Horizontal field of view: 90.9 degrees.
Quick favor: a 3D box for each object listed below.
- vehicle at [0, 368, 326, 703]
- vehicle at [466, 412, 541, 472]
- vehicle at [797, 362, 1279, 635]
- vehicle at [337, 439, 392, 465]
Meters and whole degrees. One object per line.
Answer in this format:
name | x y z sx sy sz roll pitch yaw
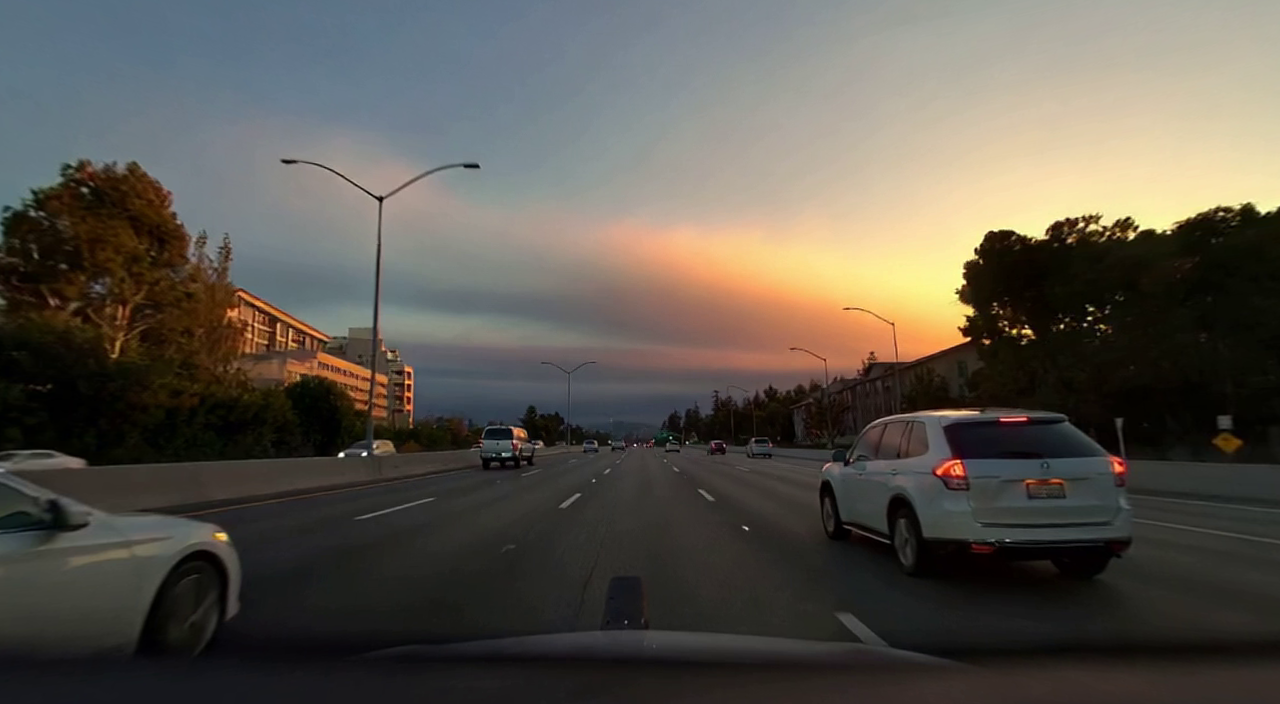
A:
vehicle | -3.370 0.825 2.182 2.080 1.542 4.718 0 -8 1
vehicle | -6.969 4.723 33.067 2.362 2.778 6.630 0 -8 0
vehicle | 3.386 1.348 6.792 2.148 1.852 4.835 0 -8 0
vehicle | -15.705 5.719 36.106 1.520 1.412 3.458 0 -8 1
